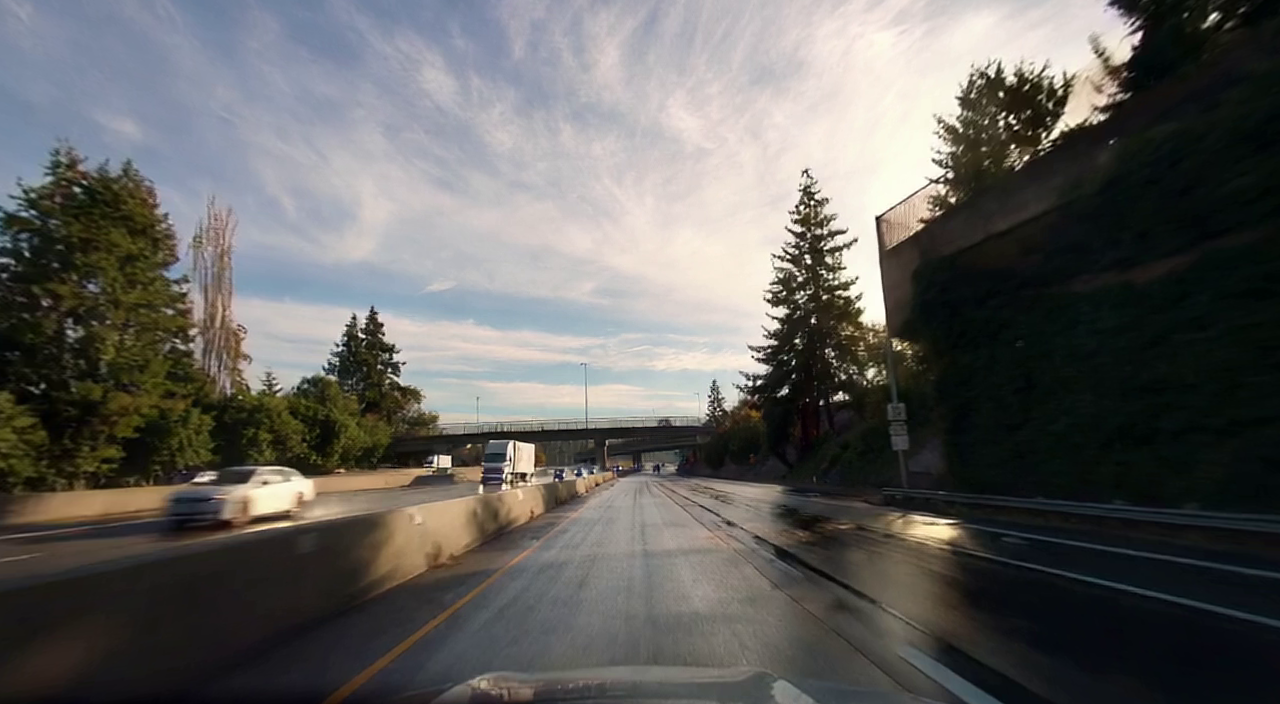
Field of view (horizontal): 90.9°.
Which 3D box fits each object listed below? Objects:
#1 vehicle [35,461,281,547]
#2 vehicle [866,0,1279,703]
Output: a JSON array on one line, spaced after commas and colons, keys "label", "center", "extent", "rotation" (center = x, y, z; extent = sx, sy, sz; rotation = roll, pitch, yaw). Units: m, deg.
[{"label": "vehicle", "center": [-9.147, 2.895, 12.468], "extent": [1.816, 1.395, 3.822], "rotation": [1, -10, -1]}, {"label": "vehicle", "center": [3.832, 0.070, 3.285], "extent": [3.013, 3.971, 5.739], "rotation": [1, -10, 0]}]
